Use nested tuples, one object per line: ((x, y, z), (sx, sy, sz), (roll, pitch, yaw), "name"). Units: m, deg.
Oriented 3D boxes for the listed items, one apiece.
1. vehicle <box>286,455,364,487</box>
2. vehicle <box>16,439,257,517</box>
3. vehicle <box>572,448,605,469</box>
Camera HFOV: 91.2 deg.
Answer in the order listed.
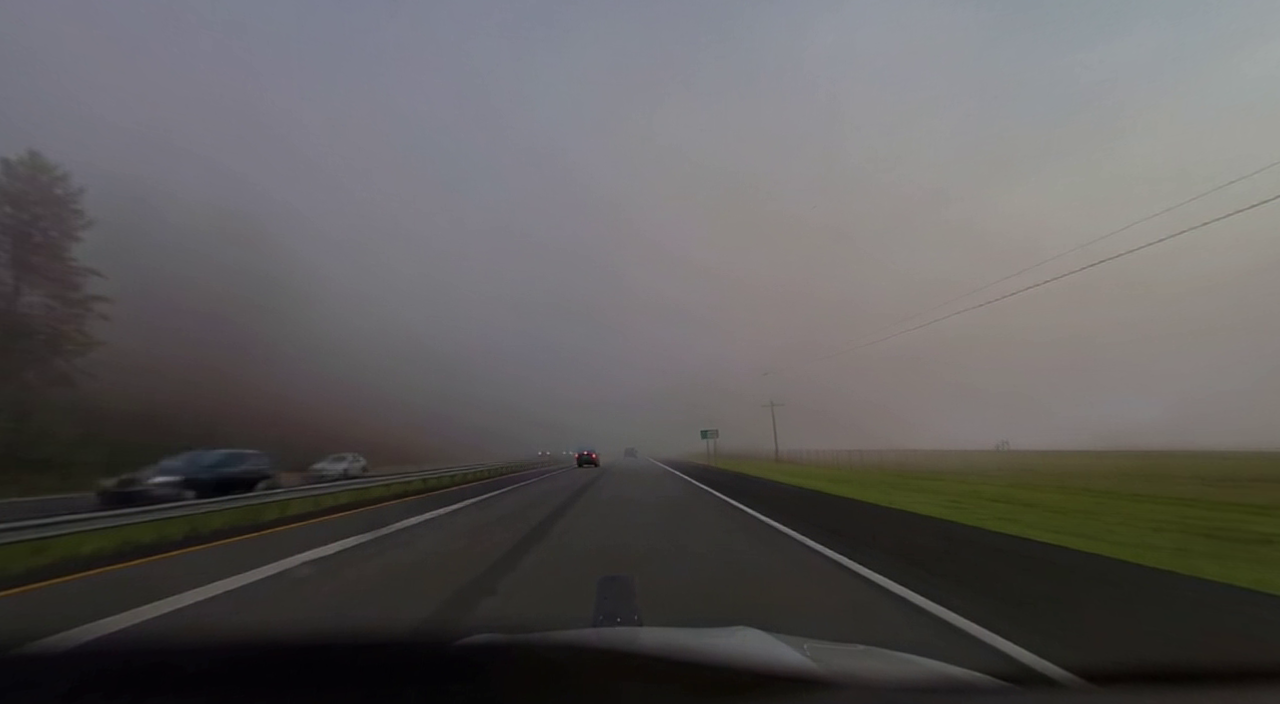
((-16.702, 6.326, 33.549), (1.838, 1.504, 4.574), (0, -9, -1), "vehicle")
((-12.945, 3.252, 16.758), (2.100, 1.724, 5.195), (0, -9, 0), "vehicle")
((-3.858, 8.102, 47.780), (2.123, 1.545, 4.404), (0, -9, 0), "vehicle")
